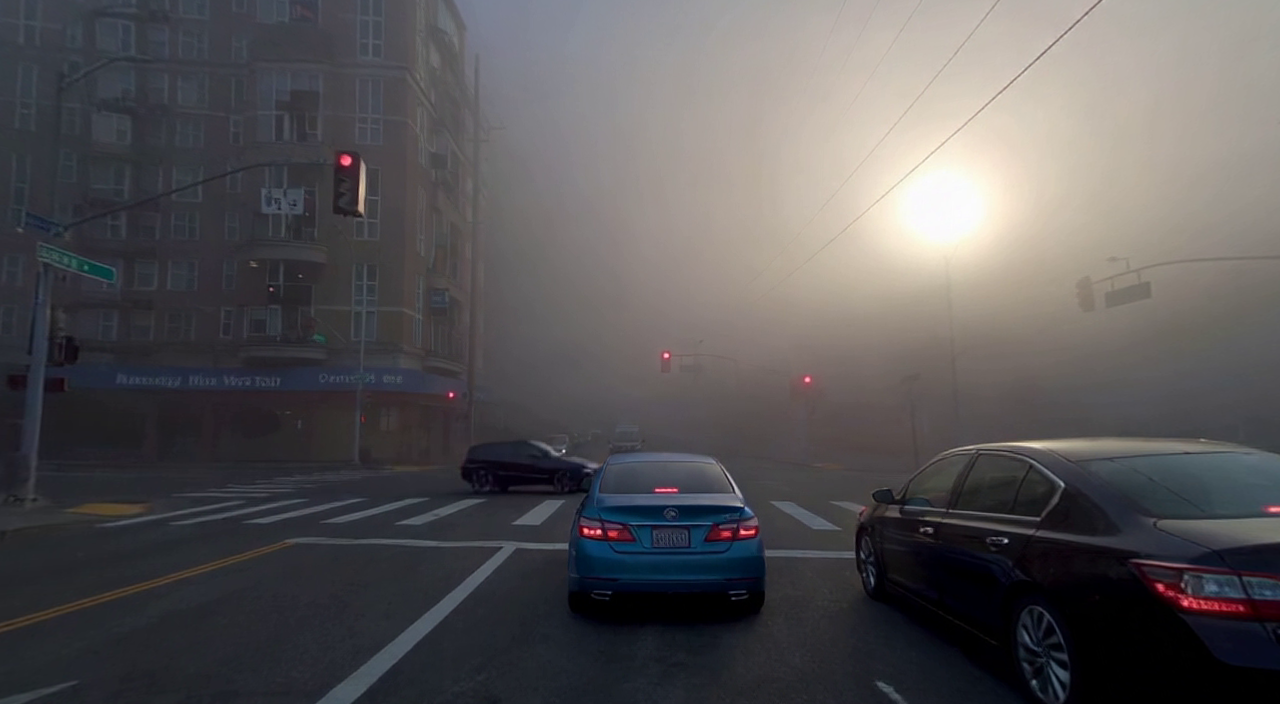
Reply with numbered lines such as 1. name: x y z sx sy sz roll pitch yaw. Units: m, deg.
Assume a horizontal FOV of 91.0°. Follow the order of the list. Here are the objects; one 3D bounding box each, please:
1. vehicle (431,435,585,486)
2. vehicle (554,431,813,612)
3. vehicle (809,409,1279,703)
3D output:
1. vehicle: -4.329 3.613 21.167 4.688 1.612 1.938 0 -8 2
2. vehicle: 0.287 1.696 7.293 2.132 1.464 4.089 0 -8 -2
3. vehicle: 2.819 1.287 4.561 1.961 1.498 4.356 0 -8 0
